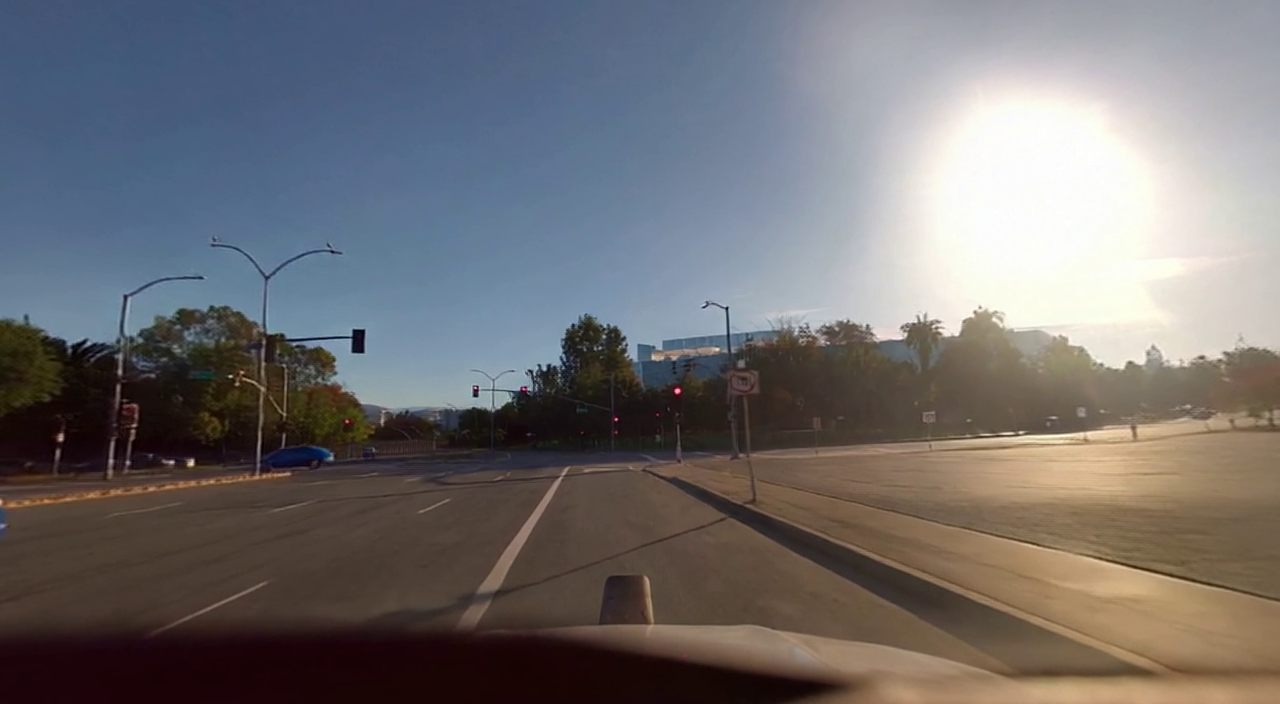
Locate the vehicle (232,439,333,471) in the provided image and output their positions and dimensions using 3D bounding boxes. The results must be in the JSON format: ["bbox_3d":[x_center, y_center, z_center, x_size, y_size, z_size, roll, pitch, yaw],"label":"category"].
[{"bbox_3d":[-18.617,5.347,33.058,1.837,1.530,4.570,-3,-9,15],"label":"vehicle"}]
